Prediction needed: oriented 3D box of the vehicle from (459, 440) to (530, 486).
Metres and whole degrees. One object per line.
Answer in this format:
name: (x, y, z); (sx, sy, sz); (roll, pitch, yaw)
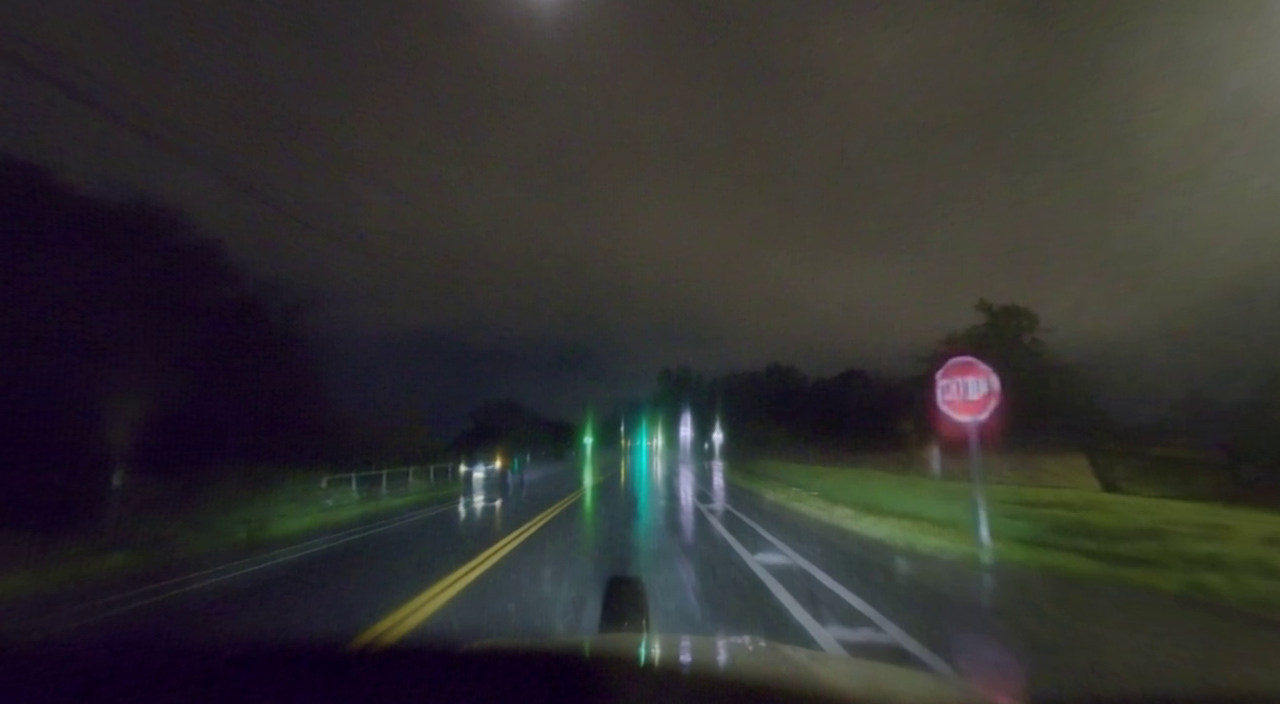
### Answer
vehicle: (-6.258, 4.866, 27.652); (1.992, 1.797, 4.372); (-2, -10, 1)

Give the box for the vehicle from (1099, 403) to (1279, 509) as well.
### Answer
vehicle: (11.454, 1.949, 12.095); (1.951, 1.744, 4.014); (1, -8, -7)
